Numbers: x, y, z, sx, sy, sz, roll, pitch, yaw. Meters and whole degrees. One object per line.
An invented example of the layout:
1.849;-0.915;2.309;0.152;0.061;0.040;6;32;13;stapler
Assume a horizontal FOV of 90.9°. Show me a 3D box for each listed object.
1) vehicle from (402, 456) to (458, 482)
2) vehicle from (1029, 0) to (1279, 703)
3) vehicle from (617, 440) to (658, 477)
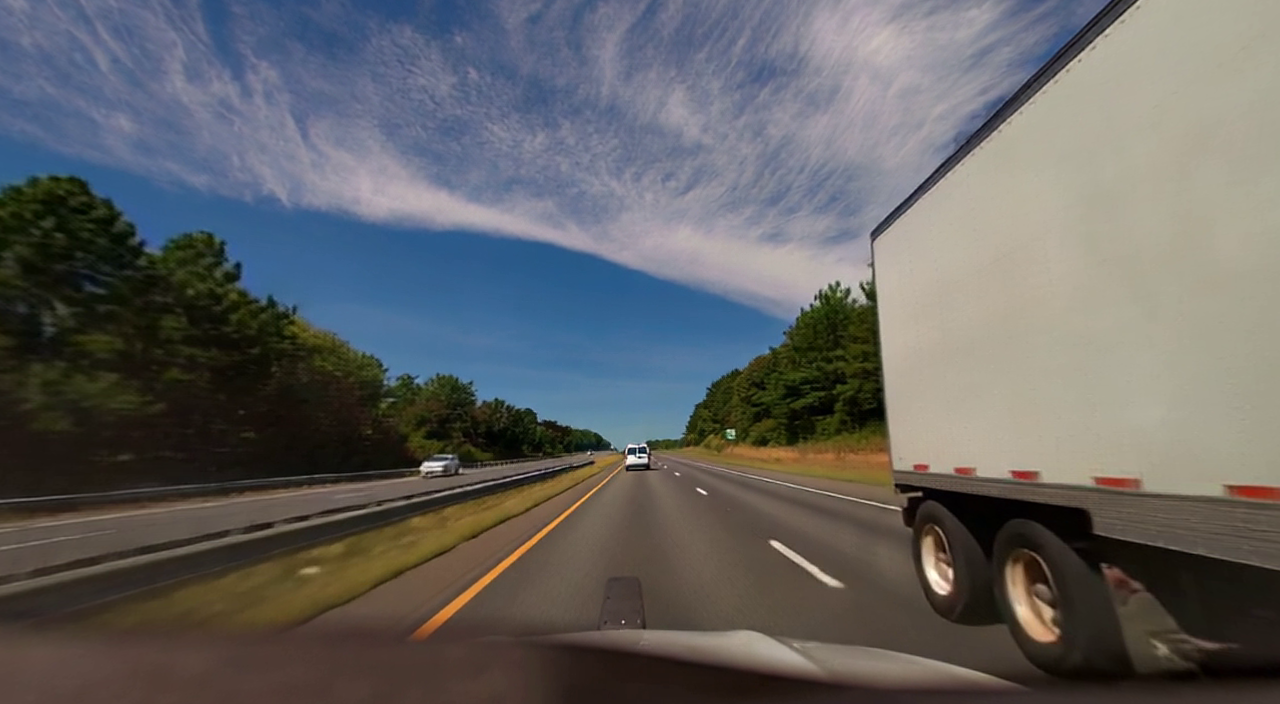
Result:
-12.781;7.142;38.622;1.954;1.466;4.106;0;-9;0;vehicle
4.199;-0.369;1.279;2.945;3.903;5.826;0;-9;1;vehicle
-0.146;5.878;34.905;2.105;1.865;4.102;0;-9;0;vehicle
